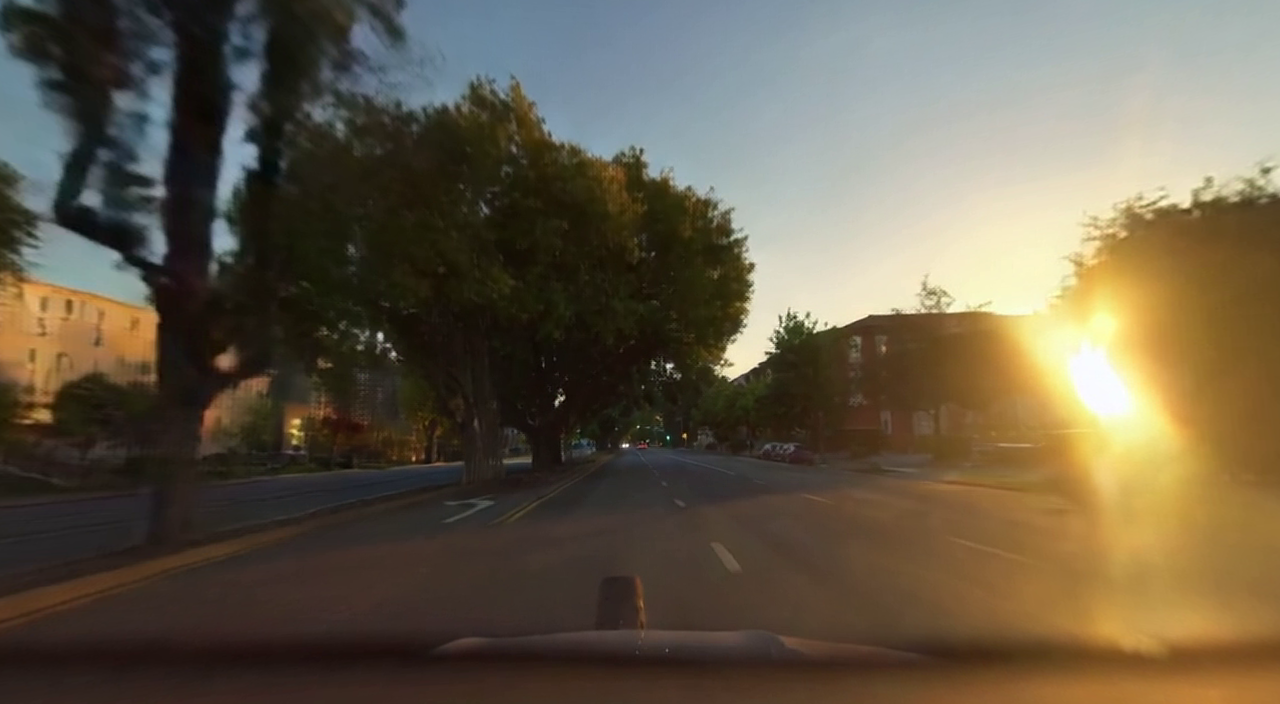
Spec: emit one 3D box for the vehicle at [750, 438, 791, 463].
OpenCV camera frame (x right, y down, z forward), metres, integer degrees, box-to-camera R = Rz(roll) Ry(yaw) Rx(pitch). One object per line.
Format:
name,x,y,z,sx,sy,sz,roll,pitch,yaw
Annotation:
vehicle,9.595,7.274,46.686,2.044,1.705,4.668,0,-8,1

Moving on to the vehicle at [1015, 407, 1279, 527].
vehicle,9.957,2.157,12.349,2.092,1.848,4.879,0,-9,-2
